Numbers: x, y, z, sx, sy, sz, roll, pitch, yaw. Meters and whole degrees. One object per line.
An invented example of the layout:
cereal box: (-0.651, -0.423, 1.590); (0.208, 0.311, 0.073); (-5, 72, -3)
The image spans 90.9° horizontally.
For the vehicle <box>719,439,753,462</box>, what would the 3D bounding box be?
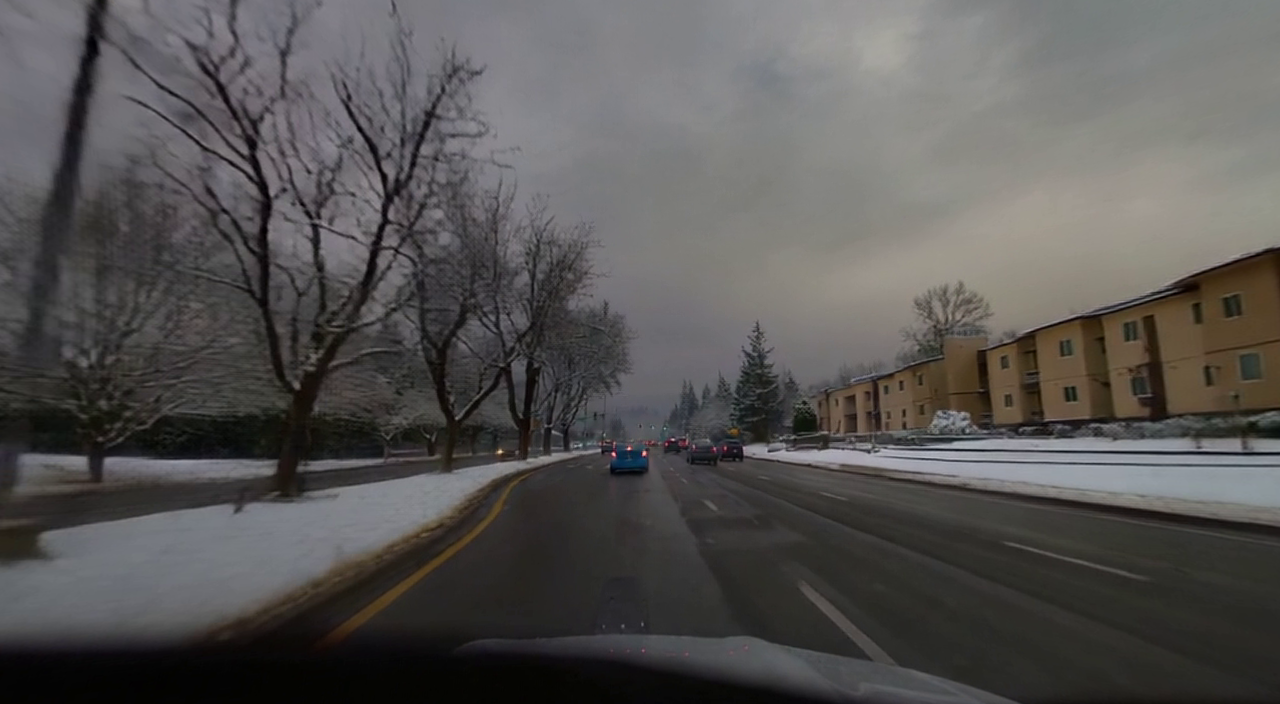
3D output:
vehicle: (7.414, 7.660, 49.263); (1.972, 1.700, 4.269); (0, -8, 0)

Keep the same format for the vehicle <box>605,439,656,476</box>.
vehicle: (-0.389, 4.633, 27.931); (2.102, 1.481, 3.907); (0, -8, 0)

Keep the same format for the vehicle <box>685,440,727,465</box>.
vehicle: (4.148, 6.454, 40.521); (2.067, 1.514, 4.188); (0, -8, -3)
